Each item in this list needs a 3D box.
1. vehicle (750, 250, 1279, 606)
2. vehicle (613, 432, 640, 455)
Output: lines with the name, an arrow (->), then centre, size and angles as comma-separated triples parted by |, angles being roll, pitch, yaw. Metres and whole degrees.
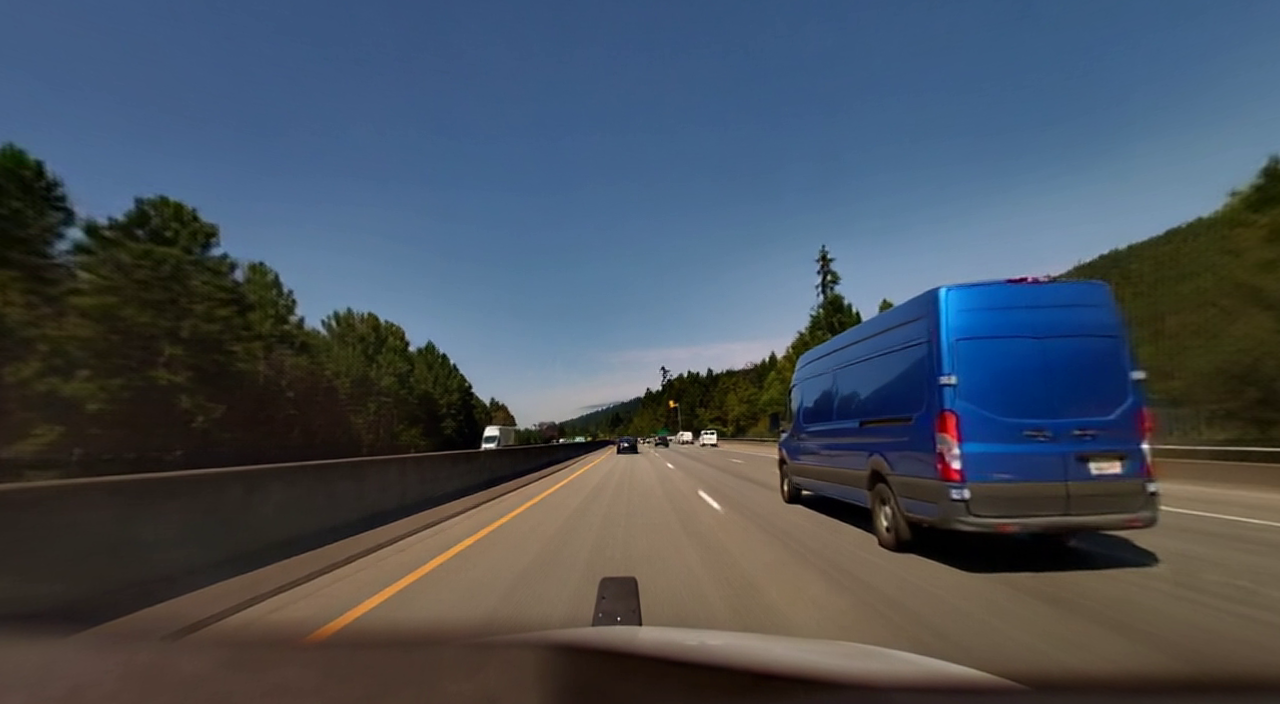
vehicle -> 3.359, 0.985, 8.217 | 2.416, 2.595, 7.243 | 0, -8, -1
vehicle -> -0.964, 6.546, 45.035 | 1.900, 1.524, 4.324 | 0, -8, -1
